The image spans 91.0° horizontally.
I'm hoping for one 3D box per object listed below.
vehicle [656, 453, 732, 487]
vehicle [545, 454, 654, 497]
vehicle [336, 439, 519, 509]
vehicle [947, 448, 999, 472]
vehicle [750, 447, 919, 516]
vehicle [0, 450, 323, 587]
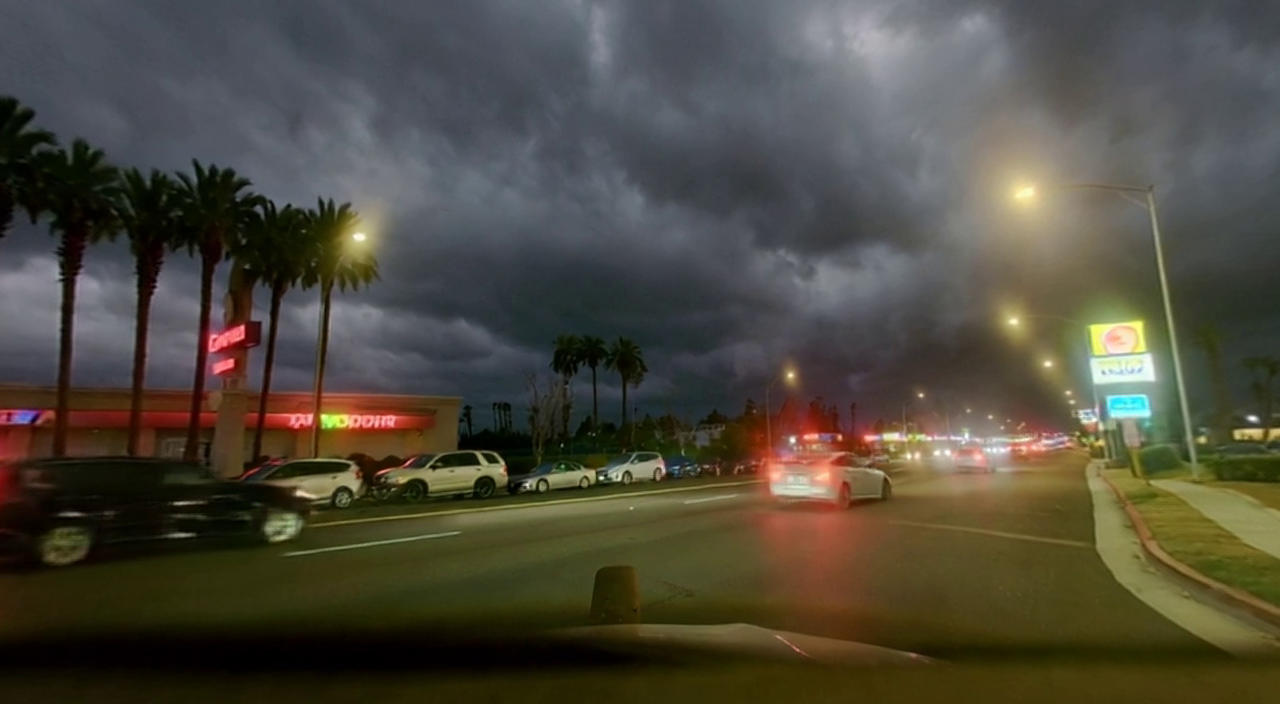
[{"bbox_3d":[2.727,5.720,30.788,1.776,1.448,4.137,-6,-11,36],"label":"vehicle"},{"bbox_3d":[-1.502,4.828,24.928,1.837,1.468,4.389,-6,-11,37],"label":"vehicle"},{"bbox_3d":[-6.197,3.721,18.973,1.989,1.792,4.884,-9,-15,35],"label":"vehicle"},{"bbox_3d":[22.756,7.319,42.909,2.232,1.513,5.090,-6,-11,37],"label":"vehicle"},{"bbox_3d":[5.105,3.177,16.120,2.139,1.461,4.918,-8,-12,43],"label":"vehicle"},{"bbox_3d":[-7.237,2.143,8.798,2.090,1.520,4.452,-7,-11,39],"label":"vehicle"}]
